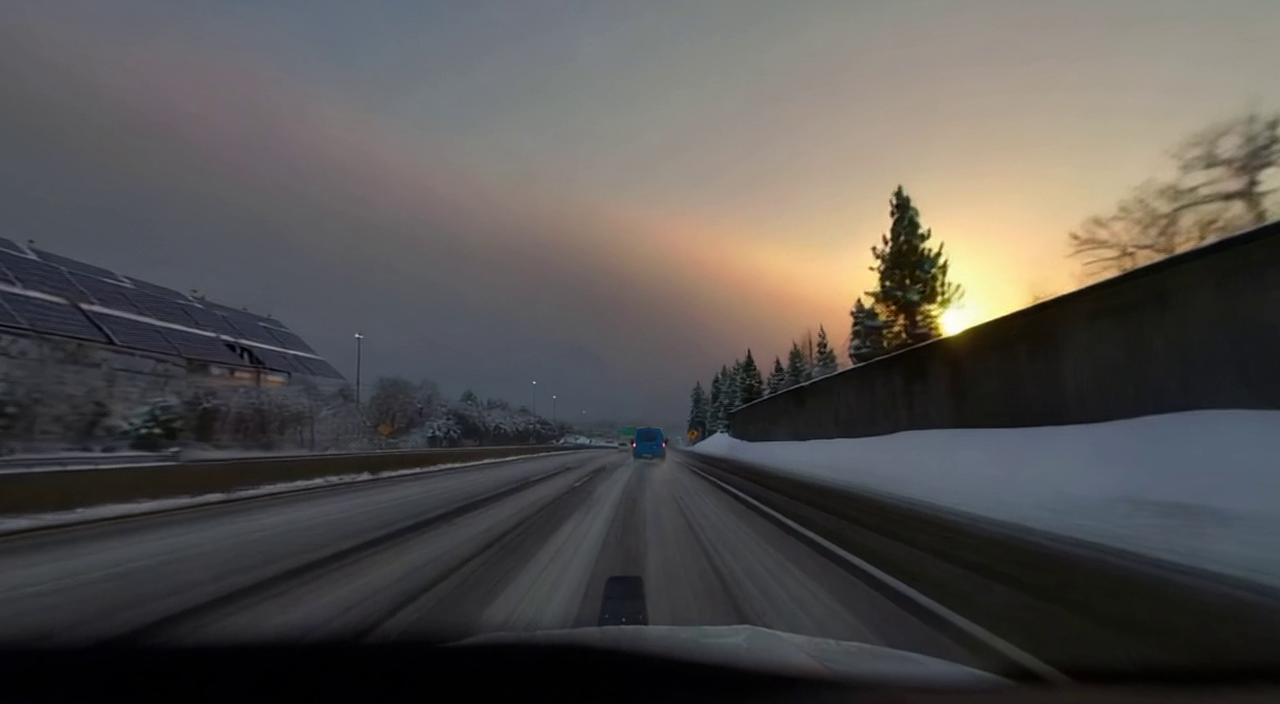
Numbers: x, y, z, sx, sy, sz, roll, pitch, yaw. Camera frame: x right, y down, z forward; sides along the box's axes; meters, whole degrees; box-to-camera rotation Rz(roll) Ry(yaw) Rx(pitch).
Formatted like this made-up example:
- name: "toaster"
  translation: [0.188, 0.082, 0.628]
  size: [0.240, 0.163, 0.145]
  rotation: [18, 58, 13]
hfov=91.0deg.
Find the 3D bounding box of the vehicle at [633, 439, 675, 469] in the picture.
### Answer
- name: "vehicle"
  translation: [0.669, 5.200, 32.276]
  size: [1.997, 1.484, 3.409]
  rotation: [0, -8, 0]
